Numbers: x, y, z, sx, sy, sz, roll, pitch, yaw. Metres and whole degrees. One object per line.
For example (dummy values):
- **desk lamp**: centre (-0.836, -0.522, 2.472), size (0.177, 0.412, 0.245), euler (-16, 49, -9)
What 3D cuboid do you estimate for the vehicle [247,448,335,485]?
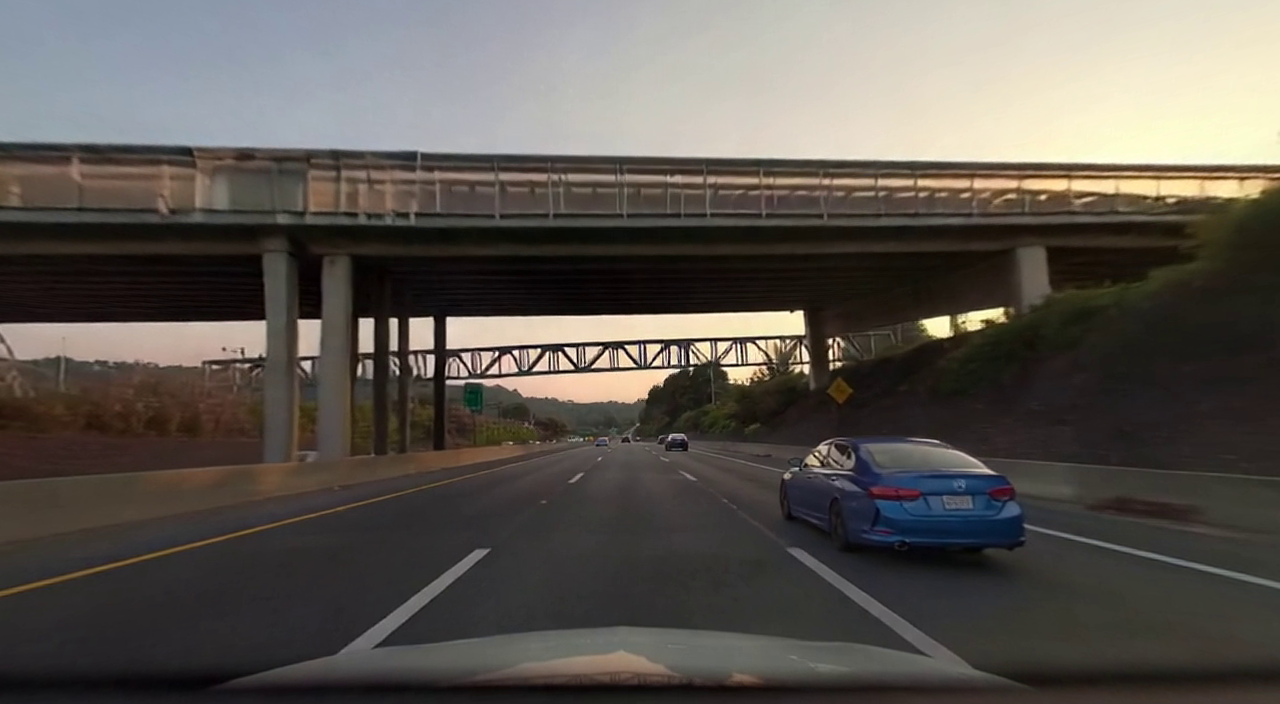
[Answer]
- **vehicle**: centre (-16.511, 5.395, 30.025), size (1.855, 1.560, 4.141), euler (0, -8, -1)
